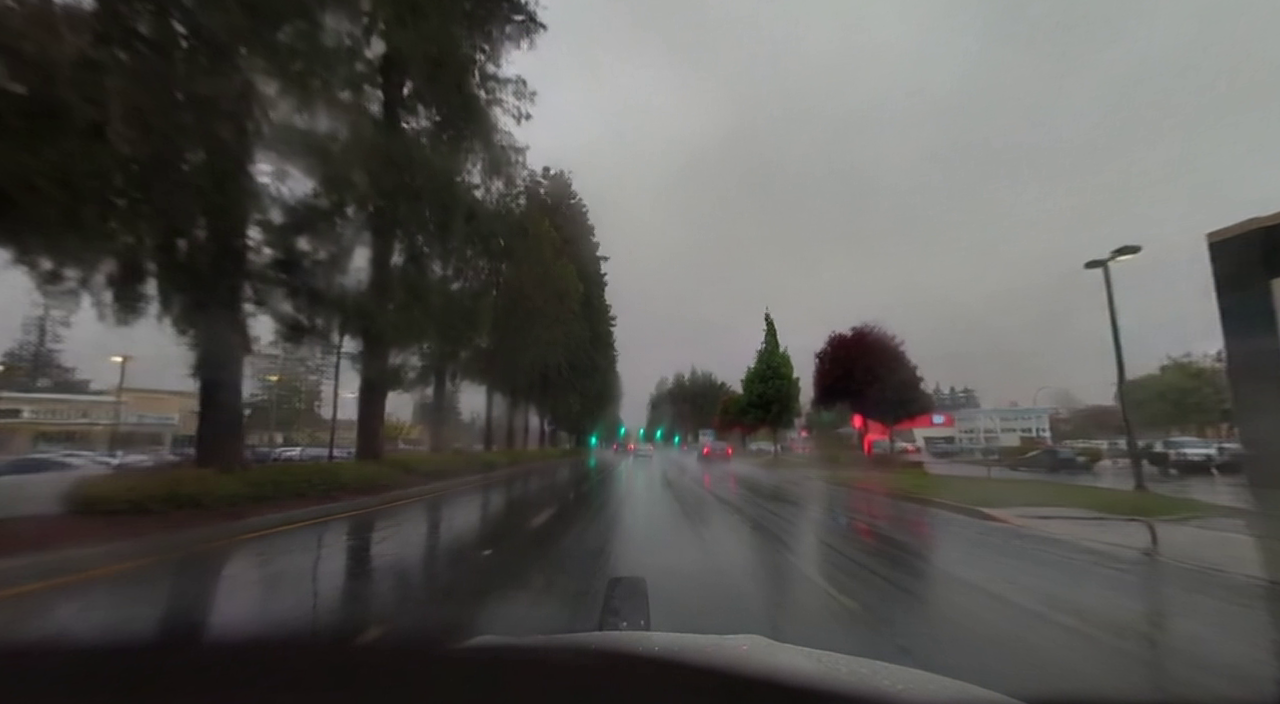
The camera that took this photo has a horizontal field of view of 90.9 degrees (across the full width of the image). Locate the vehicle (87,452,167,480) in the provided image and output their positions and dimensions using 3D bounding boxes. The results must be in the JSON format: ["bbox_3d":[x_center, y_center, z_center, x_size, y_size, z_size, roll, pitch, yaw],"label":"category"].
[{"bbox_3d":[-31.758,7.040,39.145,1.732,1.526,3.827,-1,-8,-1],"label":"vehicle"}]

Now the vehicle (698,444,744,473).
[{"bbox_3d":[4.415,5.850,34.930,1.916,1.459,4.335,0,-8,-1],"label":"vehicle"}]

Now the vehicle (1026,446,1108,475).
[{"bbox_3d":[26.509,6.713,39.322,1.959,1.646,4.226,1,-8,-4],"label":"vehicle"}]

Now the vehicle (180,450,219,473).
[{"bbox_3d":[-32.812,8.111,47.035,1.795,1.567,4.241,5,-9,-28],"label":"vehicle"}]

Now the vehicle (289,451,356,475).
[{"bbox_3d":[-22.434,7.858,44.815,2.111,1.500,5.131,0,-8,-1],"label":"vehicle"}]

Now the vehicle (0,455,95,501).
[{"bbox_3d":[-22.700,4.553,22.894,1.841,1.510,4.389,-1,-8,0],"label":"vehicle"}]
